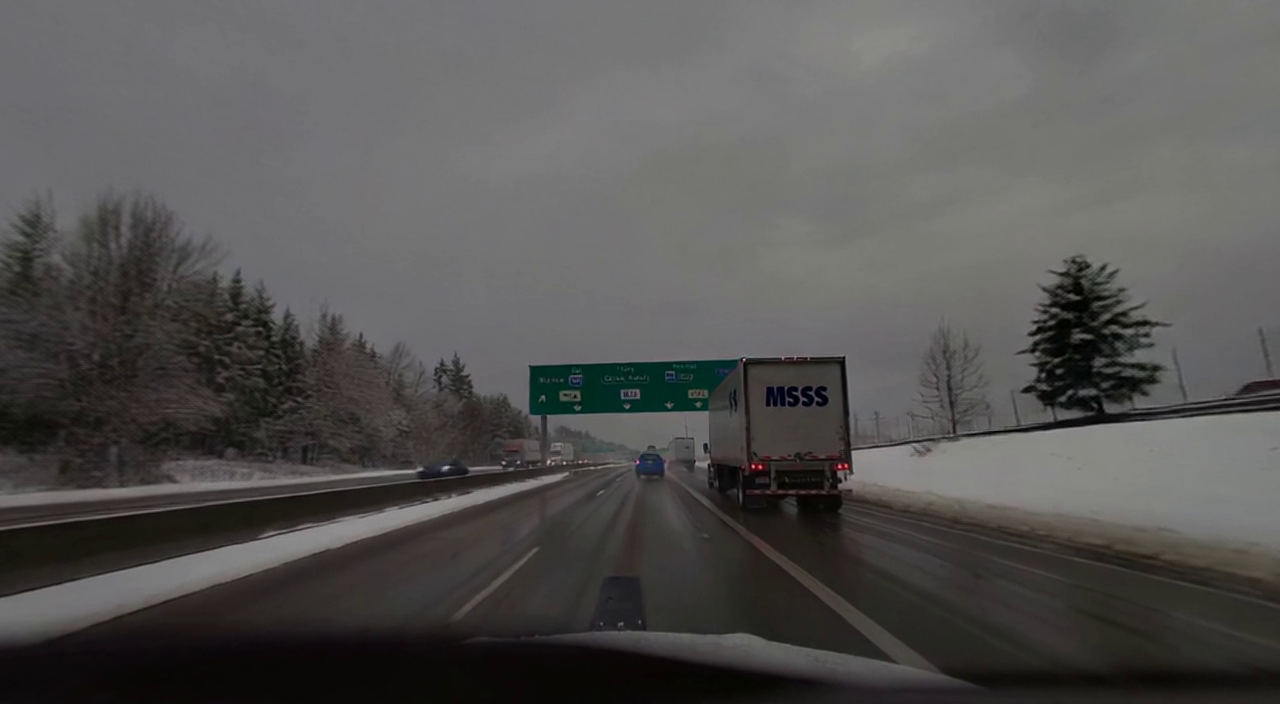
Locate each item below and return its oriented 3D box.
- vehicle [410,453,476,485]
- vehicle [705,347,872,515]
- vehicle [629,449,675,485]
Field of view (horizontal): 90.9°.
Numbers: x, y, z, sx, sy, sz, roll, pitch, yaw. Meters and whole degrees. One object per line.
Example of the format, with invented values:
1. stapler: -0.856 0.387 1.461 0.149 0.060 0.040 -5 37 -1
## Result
1. vehicle: -9.917 5.892 32.058 1.884 1.490 4.219 0 -9 2
2. vehicle: 4.329 2.991 22.560 3.002 4.104 14.174 0 -9 2
3. vehicle: 0.582 5.592 31.045 2.121 1.642 3.828 0 -9 1
